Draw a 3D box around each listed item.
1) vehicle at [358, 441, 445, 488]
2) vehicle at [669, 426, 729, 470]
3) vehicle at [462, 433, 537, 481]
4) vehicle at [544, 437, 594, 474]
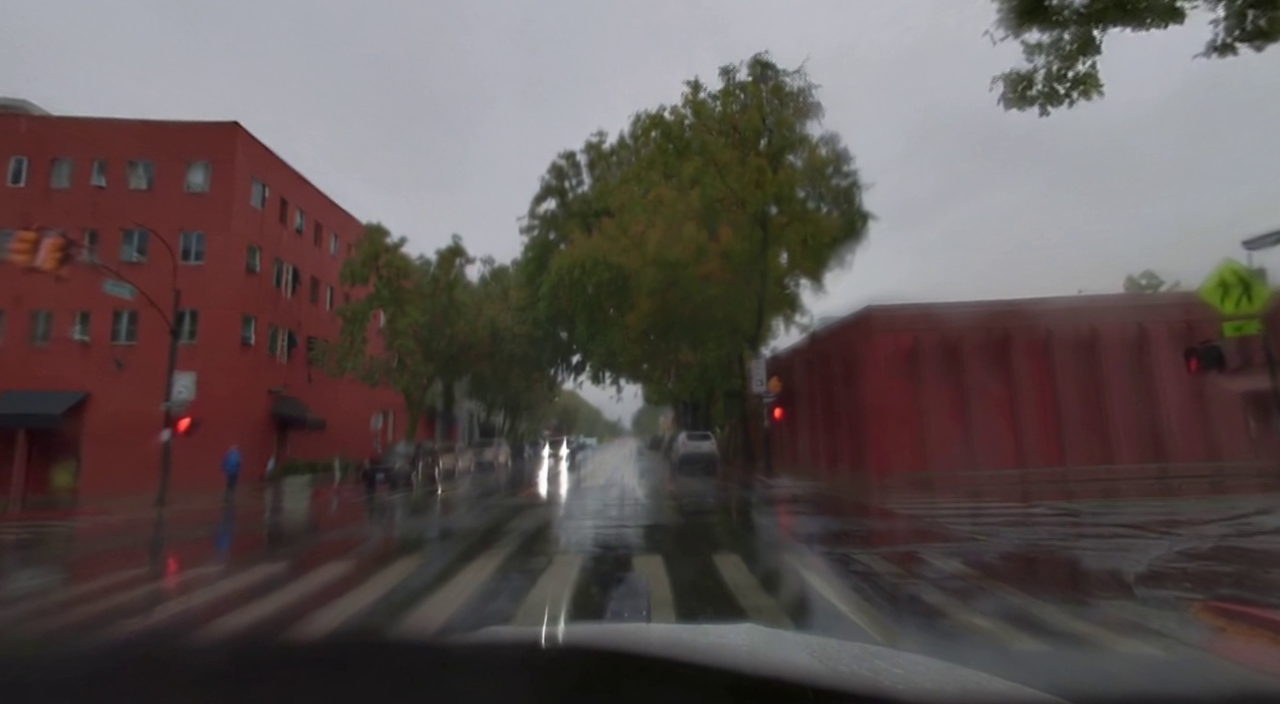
[{"bbox_3d":[-9.911,4.664,26.620,2.216,1.804,4.526,1,-8,-5],"label":"vehicle"},{"bbox_3d":[3.085,5.178,34.093,2.557,2.188,5.164,0,-8,-2],"label":"vehicle"},{"bbox_3d":[-5.980,4.509,27.501,2.242,1.887,4.924,0,-8,-2],"label":"vehicle"},{"bbox_3d":[-3.288,4.860,29.808,2.033,1.596,4.142,0,-8,-2],"label":"vehicle"}]
